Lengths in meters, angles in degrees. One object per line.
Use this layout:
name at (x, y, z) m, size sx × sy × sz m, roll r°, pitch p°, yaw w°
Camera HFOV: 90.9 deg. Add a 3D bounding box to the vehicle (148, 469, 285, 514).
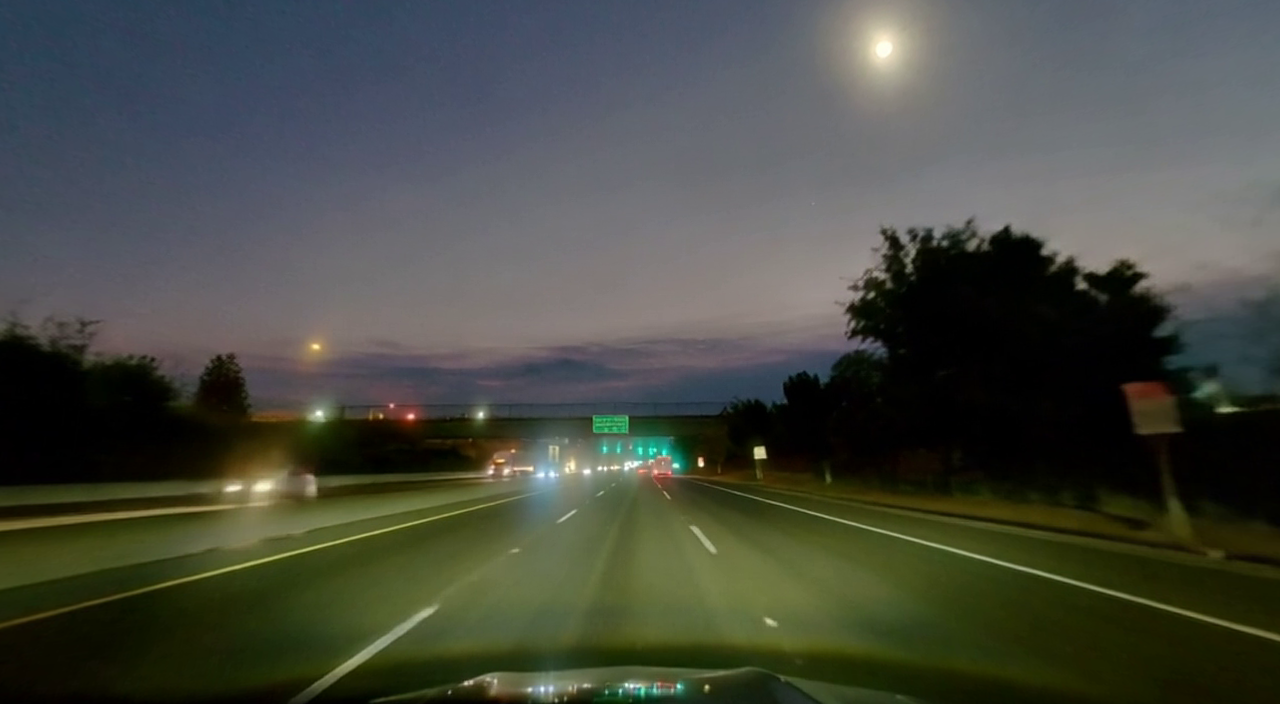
vehicle at (-16.229, 5.348, 24.503) m, size 1.966 × 1.490 × 4.753 m, roll 1°, pitch -10°, yaw 0°
